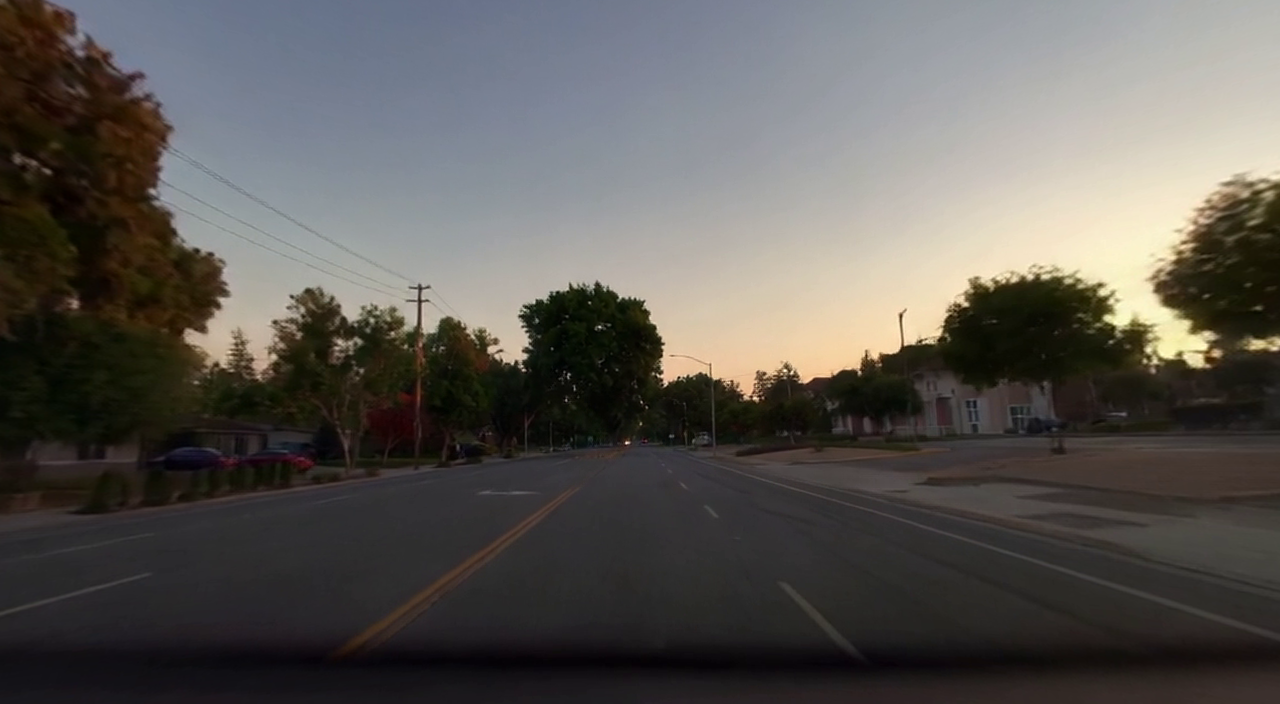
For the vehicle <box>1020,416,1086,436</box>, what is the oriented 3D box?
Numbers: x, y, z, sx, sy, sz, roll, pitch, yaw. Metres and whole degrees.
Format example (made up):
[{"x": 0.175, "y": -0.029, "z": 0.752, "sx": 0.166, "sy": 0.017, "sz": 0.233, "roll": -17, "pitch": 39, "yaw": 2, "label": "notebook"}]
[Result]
[{"x": 32.516, "y": 5.867, "z": 49.821, "sx": 3.904, "sy": 1.508, "sz": 1.724, "roll": -1, "pitch": -9, "yaw": 1, "label": "vehicle"}]

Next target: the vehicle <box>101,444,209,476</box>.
[{"x": -28.378, "y": 6.306, "z": 37.060, "sx": 4.626, "sy": 1.753, "sz": 2.054, "roll": 0, "pitch": -8, "yaw": 1, "label": "vehicle"}]

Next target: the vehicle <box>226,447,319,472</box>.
[{"x": -23.271, "y": 6.834, "z": 40.117, "sx": 4.686, "sy": 1.495, "sz": 1.879, "roll": 0, "pitch": -8, "yaw": 1, "label": "vehicle"}]
